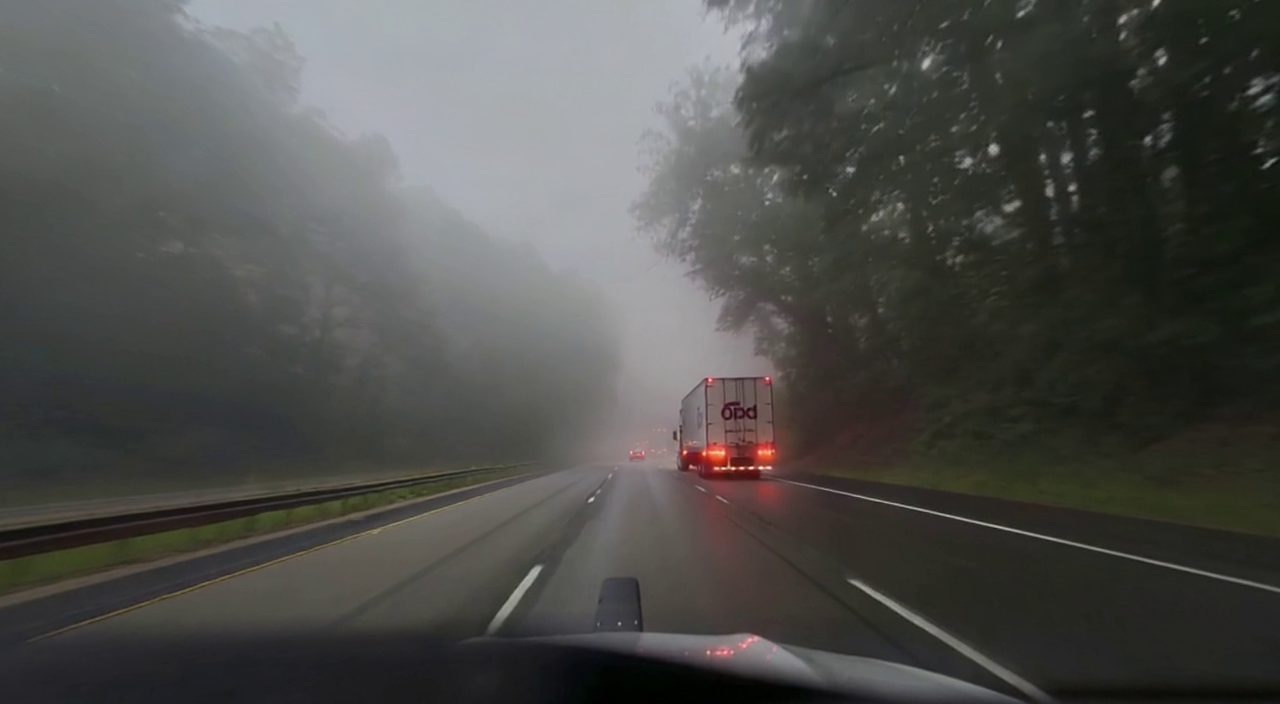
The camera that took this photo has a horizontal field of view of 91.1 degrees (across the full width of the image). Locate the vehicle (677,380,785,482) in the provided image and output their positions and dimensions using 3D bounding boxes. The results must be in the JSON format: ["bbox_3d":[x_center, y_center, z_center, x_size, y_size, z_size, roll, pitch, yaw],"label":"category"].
[{"bbox_3d":[3.984,4.171,31.723,2.973,4.007,14.076,0,-9,-1],"label":"vehicle"}]
